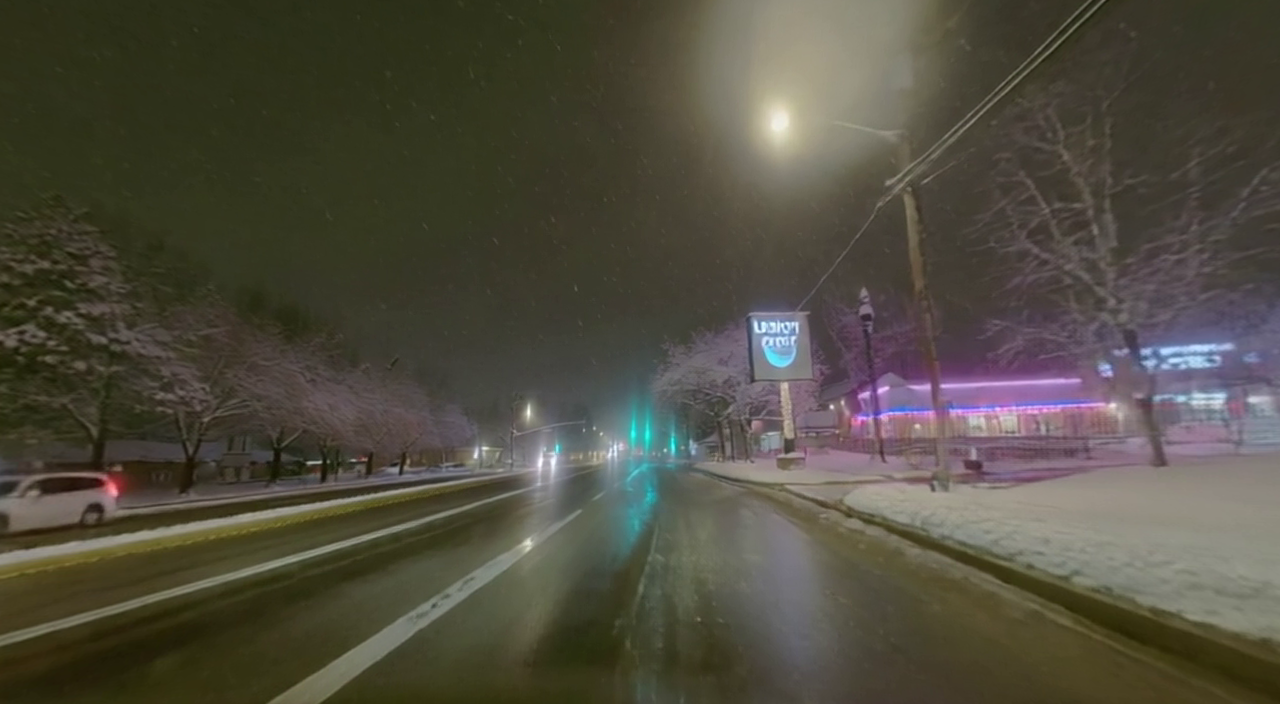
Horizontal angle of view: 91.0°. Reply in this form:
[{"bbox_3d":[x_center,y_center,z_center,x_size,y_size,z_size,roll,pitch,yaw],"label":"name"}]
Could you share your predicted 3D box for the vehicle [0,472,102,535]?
[{"bbox_3d":[-17.119,3.984,16.542,1.834,1.469,4.496,0,-9,2],"label":"vehicle"}]
